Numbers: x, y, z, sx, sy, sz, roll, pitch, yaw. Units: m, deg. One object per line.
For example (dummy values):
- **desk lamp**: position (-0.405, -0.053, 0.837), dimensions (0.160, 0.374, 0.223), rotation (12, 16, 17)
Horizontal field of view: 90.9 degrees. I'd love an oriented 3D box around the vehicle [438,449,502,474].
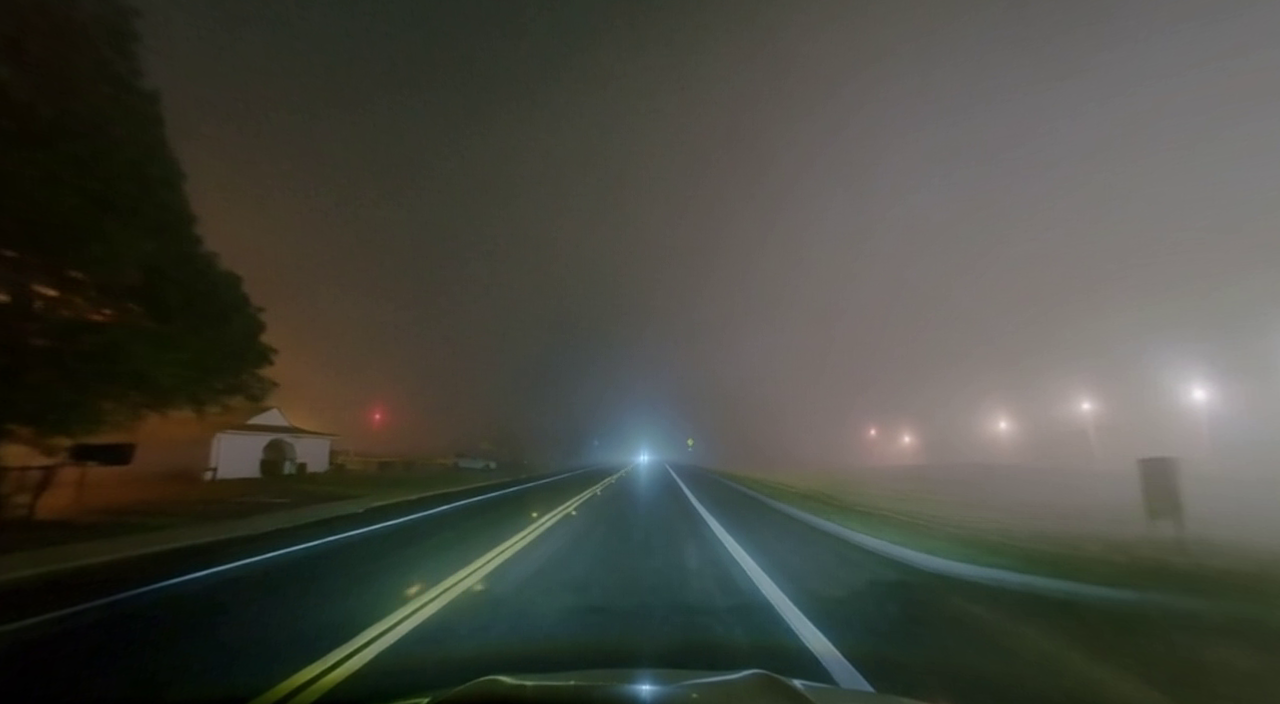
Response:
- **vehicle**: position (-12.923, 8.320, 48.027), dimensions (4.310, 1.723, 1.915), rotation (-2, -7, 14)
